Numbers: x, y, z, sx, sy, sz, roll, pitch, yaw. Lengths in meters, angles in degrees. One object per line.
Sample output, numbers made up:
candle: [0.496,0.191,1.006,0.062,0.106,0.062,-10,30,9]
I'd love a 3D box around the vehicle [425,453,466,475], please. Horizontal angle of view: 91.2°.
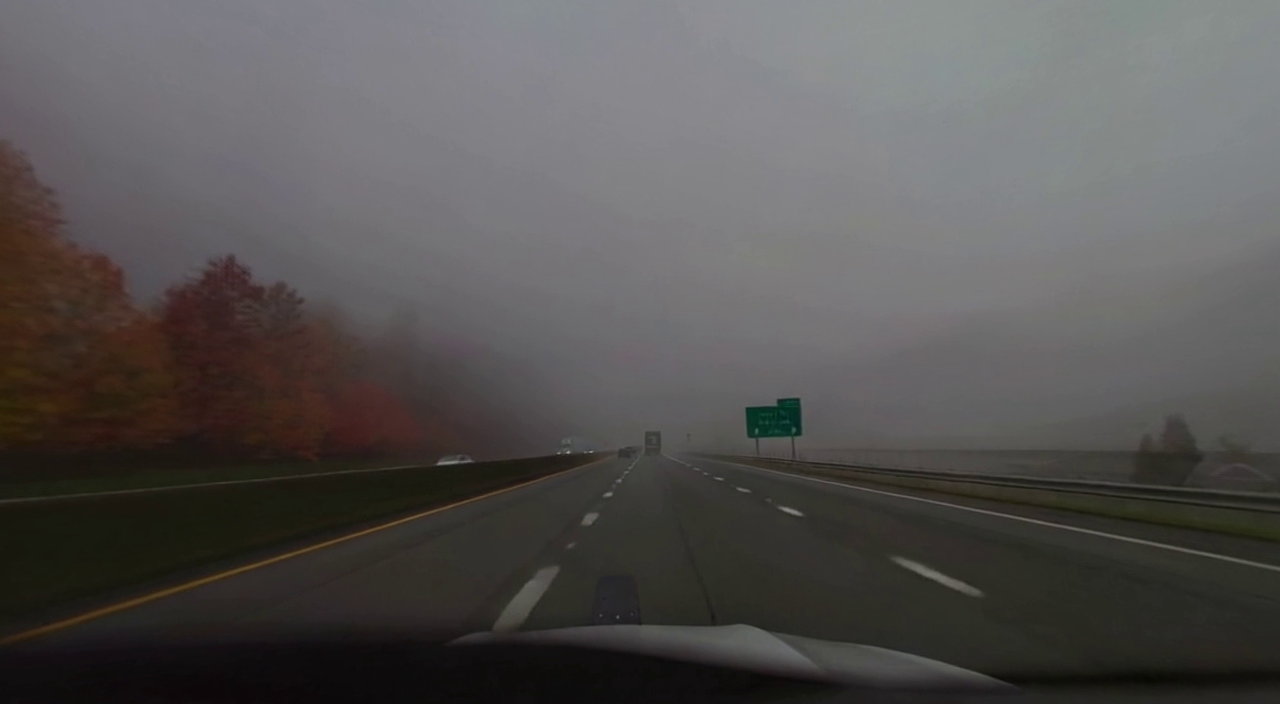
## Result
vehicle: [-14.769,8.507,47.793,1.808,1.507,3.965,-1,-9,1]
